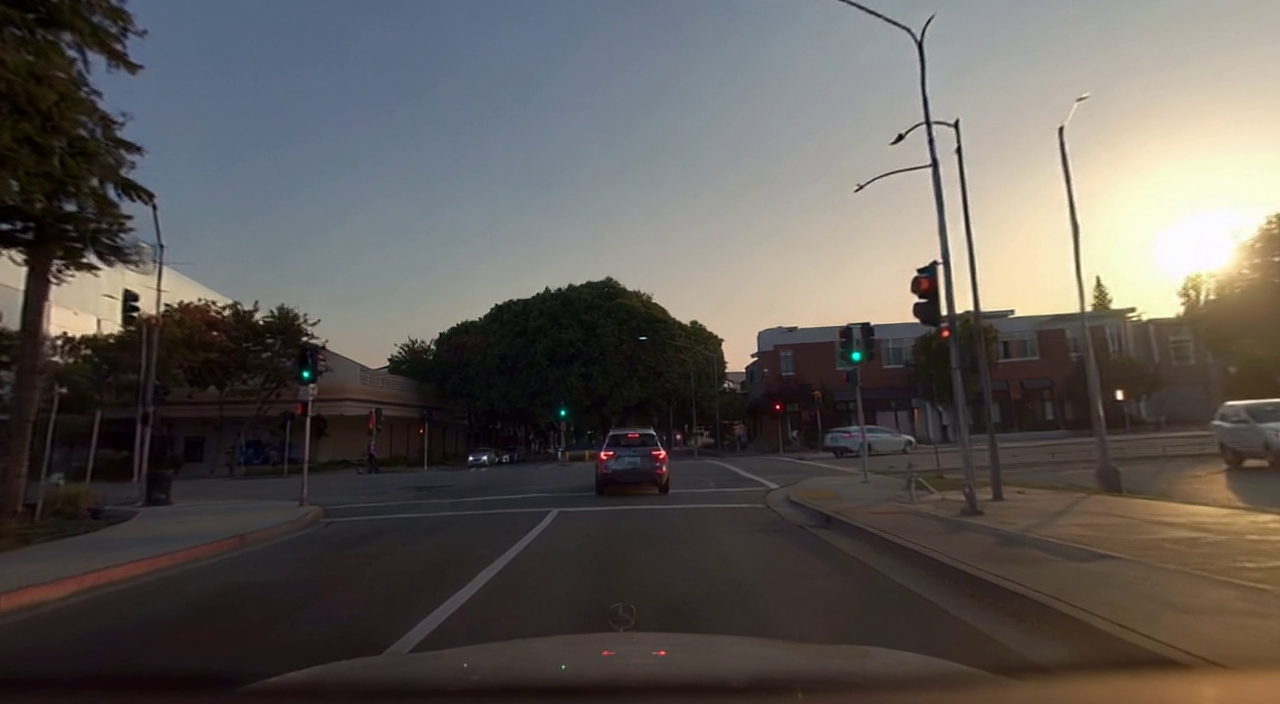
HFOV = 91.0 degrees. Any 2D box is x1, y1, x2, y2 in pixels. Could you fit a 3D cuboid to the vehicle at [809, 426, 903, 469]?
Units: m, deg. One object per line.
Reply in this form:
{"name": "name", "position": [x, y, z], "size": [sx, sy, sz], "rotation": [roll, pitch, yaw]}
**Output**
{"name": "vehicle", "position": [8.642, 3.776, 25.107], "size": [3.403, 1.602, 1.716], "rotation": [5, -10, -32]}

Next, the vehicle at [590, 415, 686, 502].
{"name": "vehicle", "position": [-0.129, 2.661, 16.075], "size": [2.142, 1.904, 3.816], "rotation": [0, -8, -3]}

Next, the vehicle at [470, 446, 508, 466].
{"name": "vehicle", "position": [-11.338, 7.826, 47.582], "size": [1.989, 1.403, 4.331], "rotation": [0, -8, -3]}
